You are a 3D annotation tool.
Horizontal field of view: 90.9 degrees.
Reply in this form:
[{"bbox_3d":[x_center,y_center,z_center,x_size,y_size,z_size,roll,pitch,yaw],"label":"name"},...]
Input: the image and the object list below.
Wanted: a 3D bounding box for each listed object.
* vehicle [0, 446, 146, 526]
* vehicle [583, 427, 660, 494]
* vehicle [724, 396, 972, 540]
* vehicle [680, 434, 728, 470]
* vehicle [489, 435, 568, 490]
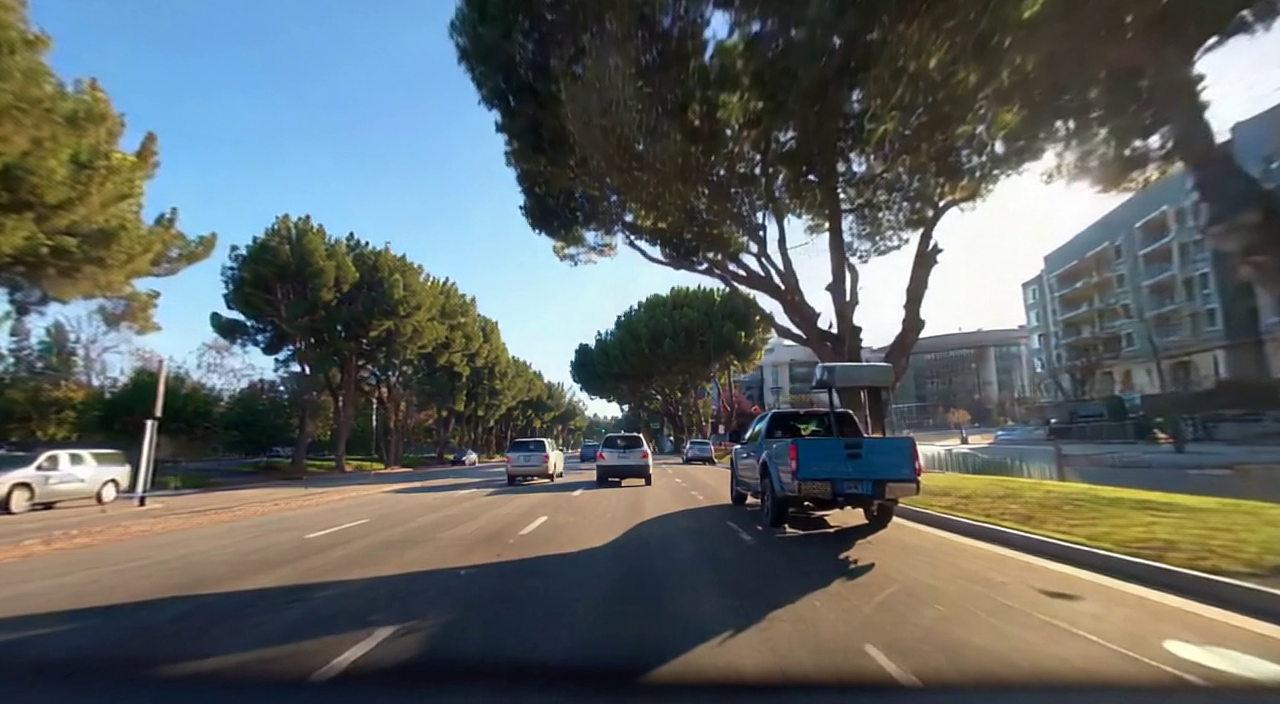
[{"bbox_3d":[-15.047,3.258,15.725,1.889,1.743,4.296,-2,-8,1],"label":"vehicle"},{"bbox_3d":[-0.466,3.215,18.966,2.075,1.770,4.018,0,-8,1],"label":"vehicle"},{"bbox_3d":[3.394,2.115,12.162,2.655,2.054,6.098,0,-8,0],"label":"vehicle"},{"bbox_3d":[3.638,5.802,36.591,2.183,1.948,4.633,0,-8,-2],"label":"vehicle"},{"bbox_3d":[-3.599,3.627,21.047,1.894,1.642,3.861,0,-8,1],"label":"vehicle"}]
